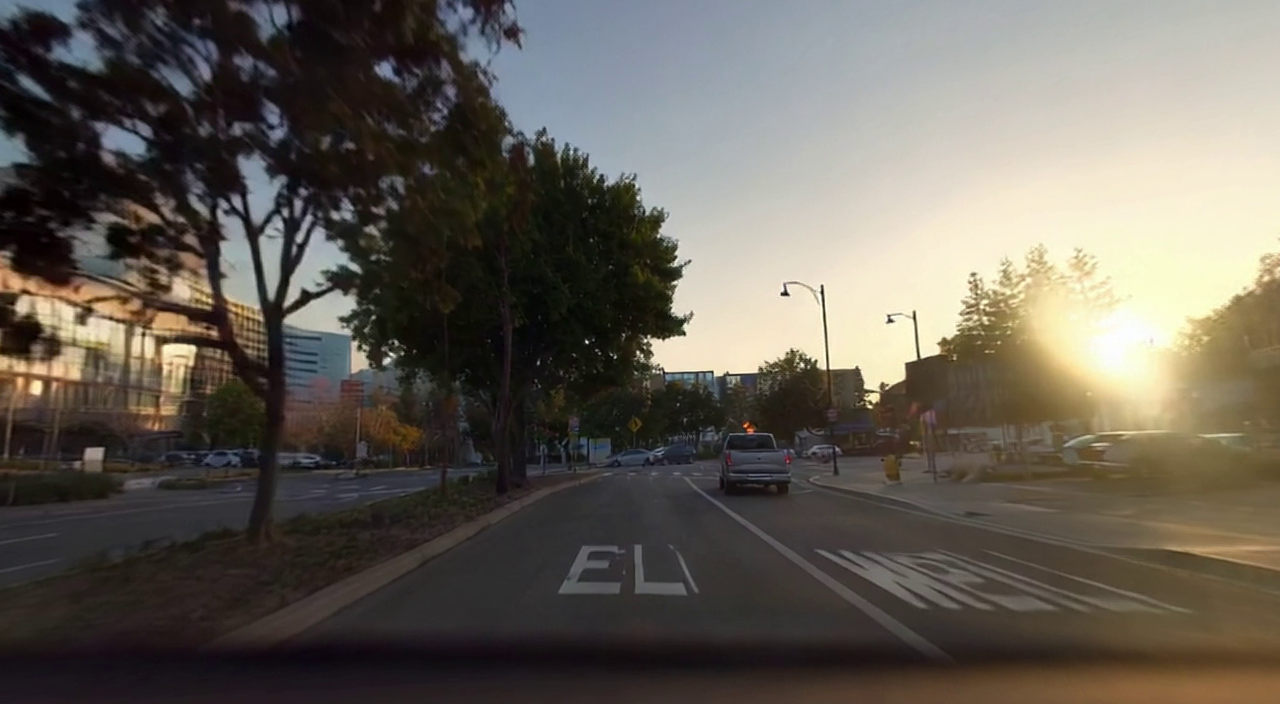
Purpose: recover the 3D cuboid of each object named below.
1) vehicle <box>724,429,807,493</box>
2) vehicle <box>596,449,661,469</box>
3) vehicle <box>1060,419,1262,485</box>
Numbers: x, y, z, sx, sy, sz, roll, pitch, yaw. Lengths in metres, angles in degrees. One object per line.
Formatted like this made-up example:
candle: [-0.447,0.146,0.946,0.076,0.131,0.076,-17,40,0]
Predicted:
vehicle: [4.205,3.741,22.093,2.402,1.922,5.677,-1,-9,7]
vehicle: [-0.878,8.165,48.410,4.633,1.467,1.842,-4,-9,23]
vehicle: [17.680,3.397,21.723,4.765,1.678,2.228,-5,-4,7]
